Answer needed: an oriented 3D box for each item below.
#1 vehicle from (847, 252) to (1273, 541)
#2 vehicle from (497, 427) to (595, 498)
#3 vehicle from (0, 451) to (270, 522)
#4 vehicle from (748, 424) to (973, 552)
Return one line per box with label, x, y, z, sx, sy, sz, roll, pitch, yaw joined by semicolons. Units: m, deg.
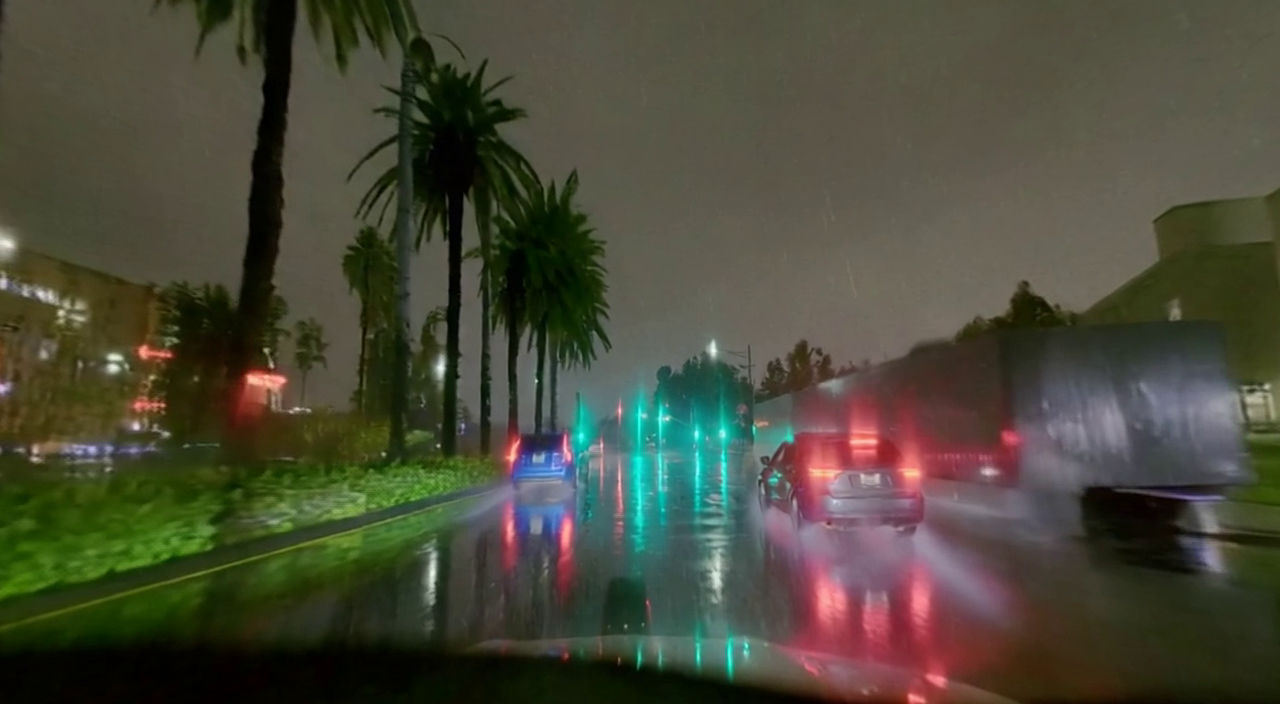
vehicle;7.025;1.113;12.705;2.902;3.992;8.073;0;-8;0
vehicle;-2.572;3.156;18.439;2.058;1.804;4.391;0;-8;2
vehicle;-21.250;5.232;26.160;2.816;2.198;14.405;-1;-9;2
vehicle;3.009;1.945;9.704;1.946;1.513;4.133;0;-8;0
